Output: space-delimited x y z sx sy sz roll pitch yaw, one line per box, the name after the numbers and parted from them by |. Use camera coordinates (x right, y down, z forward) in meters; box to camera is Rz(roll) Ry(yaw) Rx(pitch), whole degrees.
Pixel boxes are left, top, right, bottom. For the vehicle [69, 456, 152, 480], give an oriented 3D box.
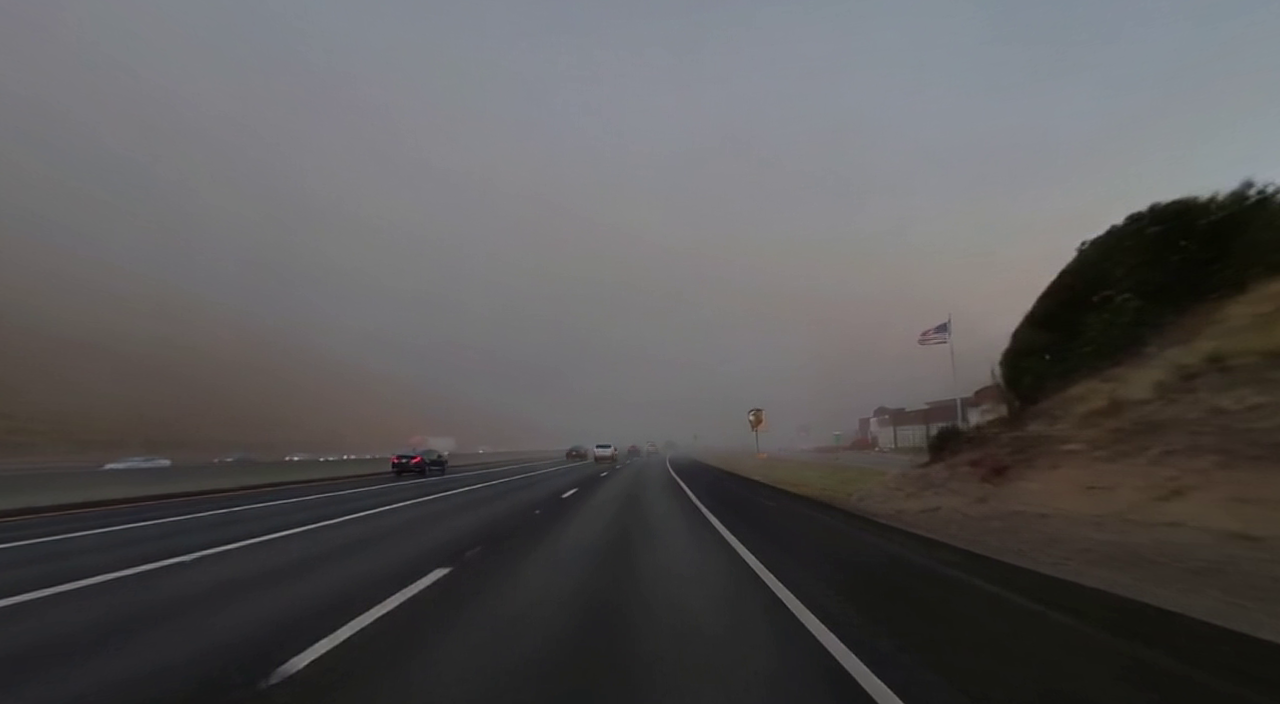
-37.810 8.284 45.197 1.750 1.468 4.757 -1 -8 1 | vehicle

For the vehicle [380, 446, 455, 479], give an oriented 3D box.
-10.833 5.387 31.048 1.927 1.454 4.395 -1 -8 2 | vehicle
